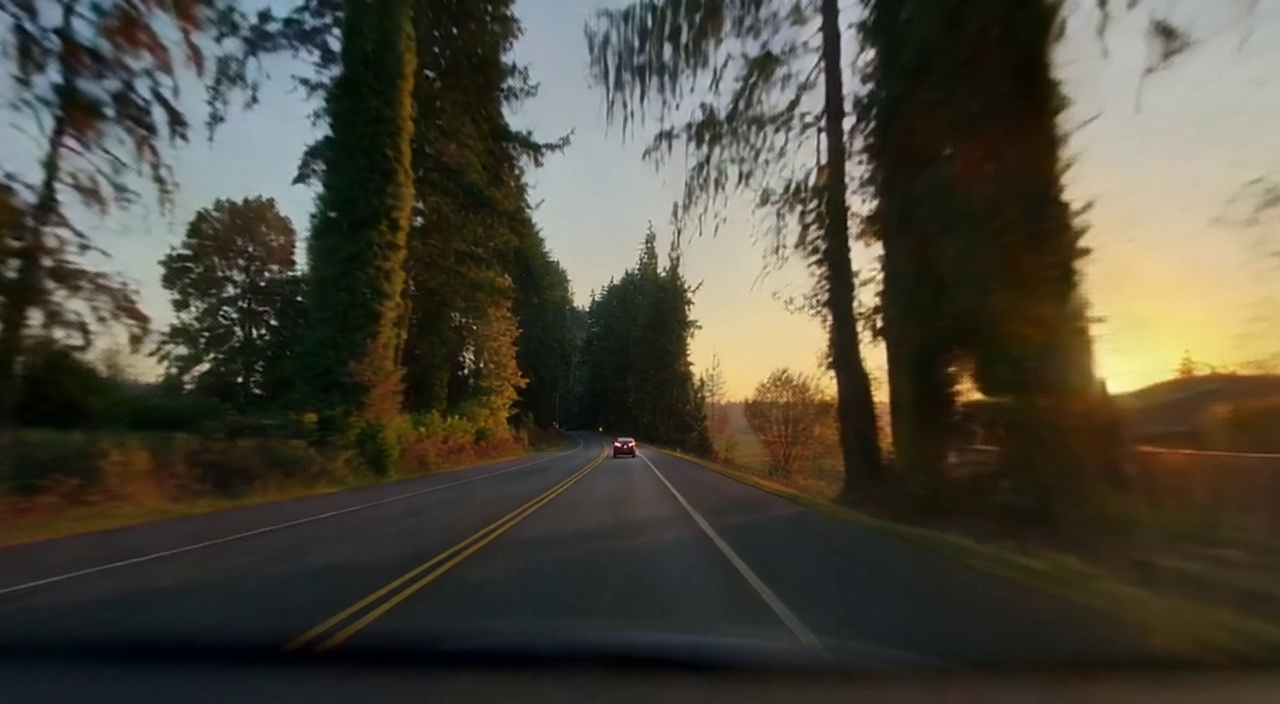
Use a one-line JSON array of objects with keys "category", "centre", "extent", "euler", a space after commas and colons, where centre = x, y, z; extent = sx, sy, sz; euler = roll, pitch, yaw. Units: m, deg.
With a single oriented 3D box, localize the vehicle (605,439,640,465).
[{"category": "vehicle", "centre": [-1.093, 6.143, 38.914], "extent": [2.042, 1.489, 3.963], "euler": [0, -9, -2]}]
